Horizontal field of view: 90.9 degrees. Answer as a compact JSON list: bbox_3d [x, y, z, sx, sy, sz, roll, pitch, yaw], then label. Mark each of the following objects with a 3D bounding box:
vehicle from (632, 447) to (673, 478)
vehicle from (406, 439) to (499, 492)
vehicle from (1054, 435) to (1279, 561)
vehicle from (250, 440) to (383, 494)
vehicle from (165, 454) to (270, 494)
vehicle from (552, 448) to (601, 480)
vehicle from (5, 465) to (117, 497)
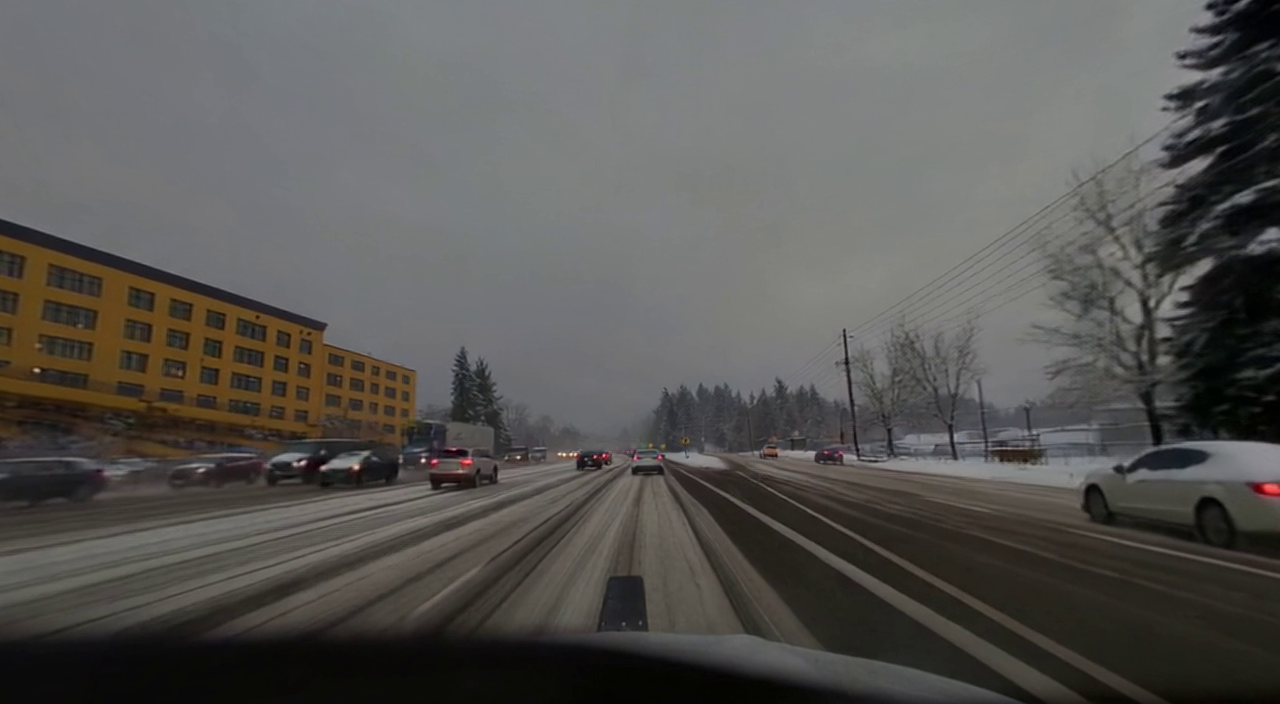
[{"bbox_3d":[0.641,6.037,34.768,2.107,1.538,3.999,0,-8,0],"label":"vehicle"},{"bbox_3d":[-7.204,4.379,24.851,2.106,1.827,4.814,-1,-8,1],"label":"vehicle"},{"bbox_3d":[8.768,2.046,9.699,1.966,1.484,4.610,-1,-8,5],"label":"vehicle"},{"bbox_3d":[-12.919,4.592,25.771,2.283,1.915,5.774,-1,-8,1],"label":"vehicle"},{"bbox_3d":[-20.181,5.793,30.378,1.853,1.671,4.525,-1,-8,1],"label":"vehicle"},{"bbox_3d":[-3.312,5.920,33.671,2.059,1.508,4.662,-1,-8,1],"label":"vehicle"},{"bbox_3d":[-28.488,6.337,31.208,1.896,1.447,3.814,0,-10,-1],"label":"vehicle"}]
